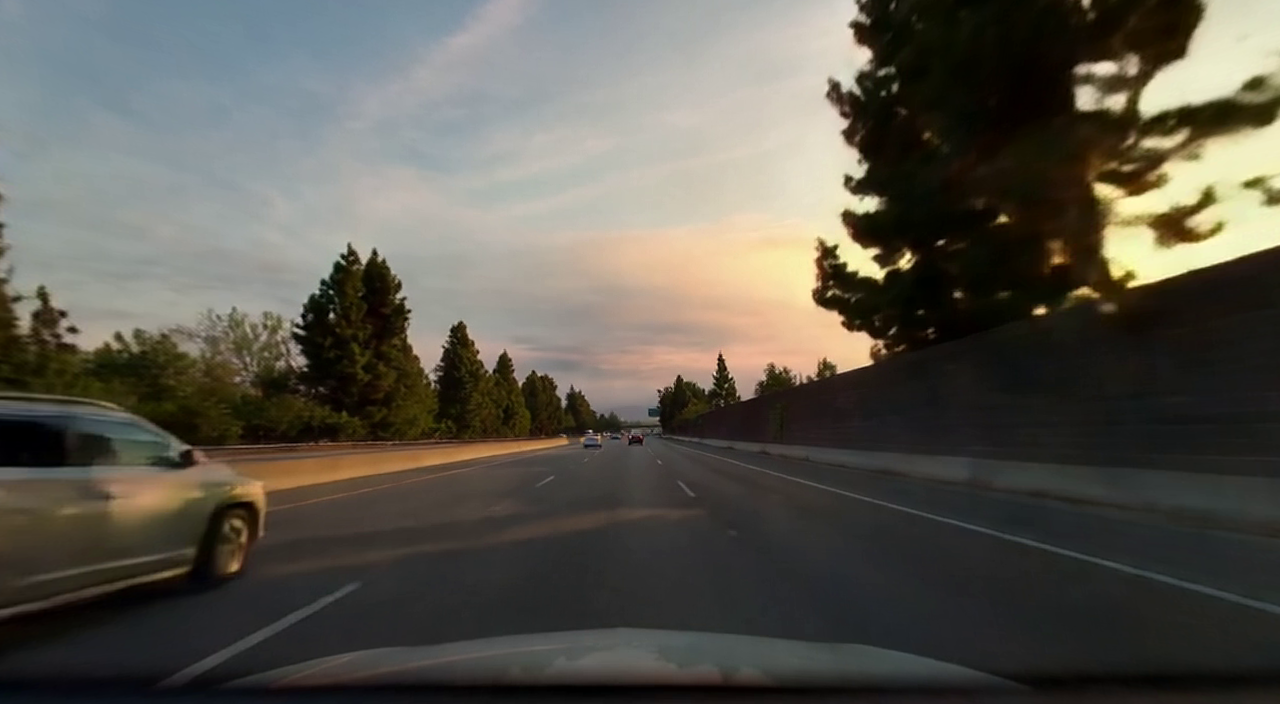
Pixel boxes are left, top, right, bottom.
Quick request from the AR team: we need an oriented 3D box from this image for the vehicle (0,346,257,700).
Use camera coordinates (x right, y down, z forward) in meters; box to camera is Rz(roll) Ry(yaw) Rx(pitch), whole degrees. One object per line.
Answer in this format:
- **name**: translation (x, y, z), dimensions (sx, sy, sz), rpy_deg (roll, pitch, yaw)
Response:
- **vehicle**: translation (-4.305, 0.806, 2.814), dimensions (2.306, 1.730, 4.606), rpy_deg (0, -8, 0)
